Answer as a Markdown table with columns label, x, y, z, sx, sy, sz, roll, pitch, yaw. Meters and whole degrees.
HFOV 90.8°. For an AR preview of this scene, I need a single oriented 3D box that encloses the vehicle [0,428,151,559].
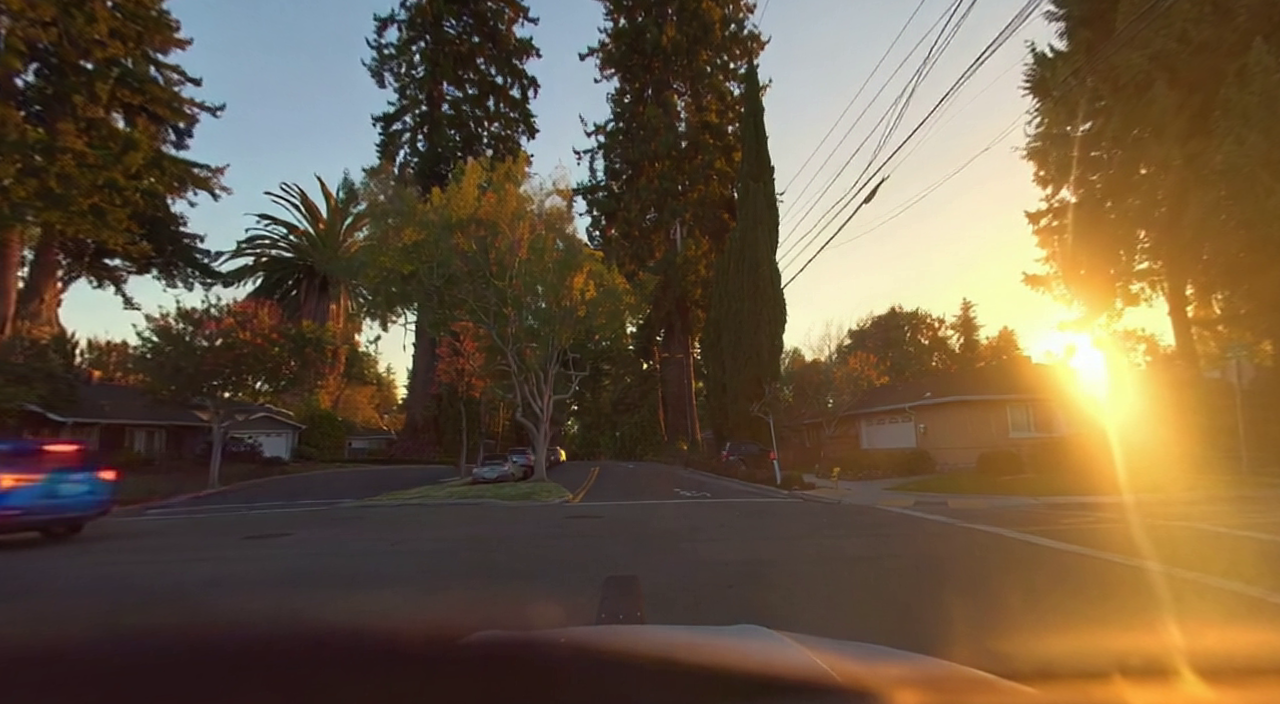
| label | x | y | z | sx | sy | sz | roll | pitch | yaw |
| --- | --- | --- | --- | --- | --- | --- | --- | --- | --- |
| vehicle | -11.165 | 2.176 | 10.073 | 4.809 | 1.834 | 2.181 | 0 | -8 | -2 |

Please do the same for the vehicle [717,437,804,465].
| label | x | y | z | sx | sy | sz | roll | pitch | yaw |
| --- | --- | --- | --- | --- | --- | --- | --- | --- | --- |
| vehicle | 7.298 | 6.009 | 38.551 | 4.784 | 1.647 | 1.947 | 1 | -8 | -5 |
